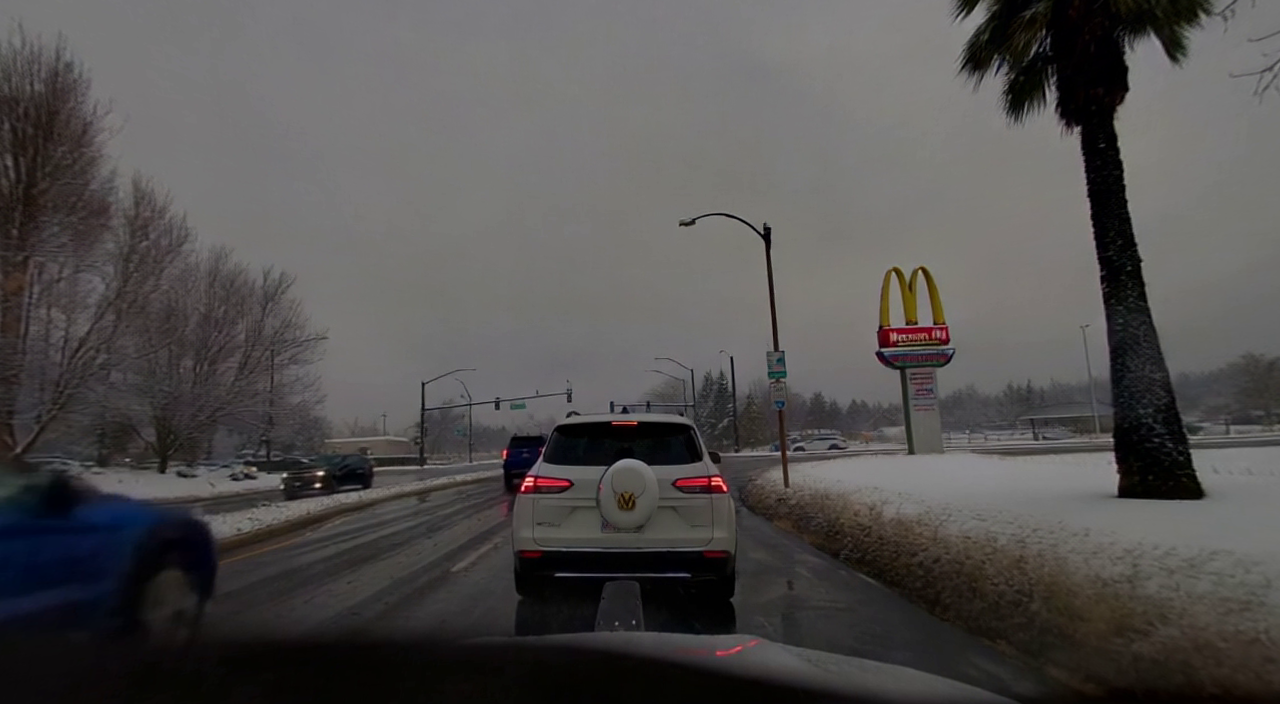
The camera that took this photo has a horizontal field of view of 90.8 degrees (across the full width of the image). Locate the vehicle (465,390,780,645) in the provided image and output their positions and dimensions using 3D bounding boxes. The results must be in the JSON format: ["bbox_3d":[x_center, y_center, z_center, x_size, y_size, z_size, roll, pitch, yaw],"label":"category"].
[{"bbox_3d":[-0.142,1.422,6.350,2.137,1.728,3.926,0,-9,-1],"label":"vehicle"}]

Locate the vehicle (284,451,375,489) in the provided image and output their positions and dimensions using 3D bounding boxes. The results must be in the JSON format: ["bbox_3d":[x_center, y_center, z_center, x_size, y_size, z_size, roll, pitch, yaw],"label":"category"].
[{"bbox_3d":[-14.954,5.679,30.777,2.069,1.617,4.613,0,-9,0],"label":"vehicle"}]

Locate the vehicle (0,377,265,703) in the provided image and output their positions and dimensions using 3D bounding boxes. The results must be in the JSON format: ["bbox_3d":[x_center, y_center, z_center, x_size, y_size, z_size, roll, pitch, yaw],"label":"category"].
[{"bbox_3d":[-3.946,0.920,2.708,2.023,1.648,4.302,0,-9,0],"label":"vehicle"}]
